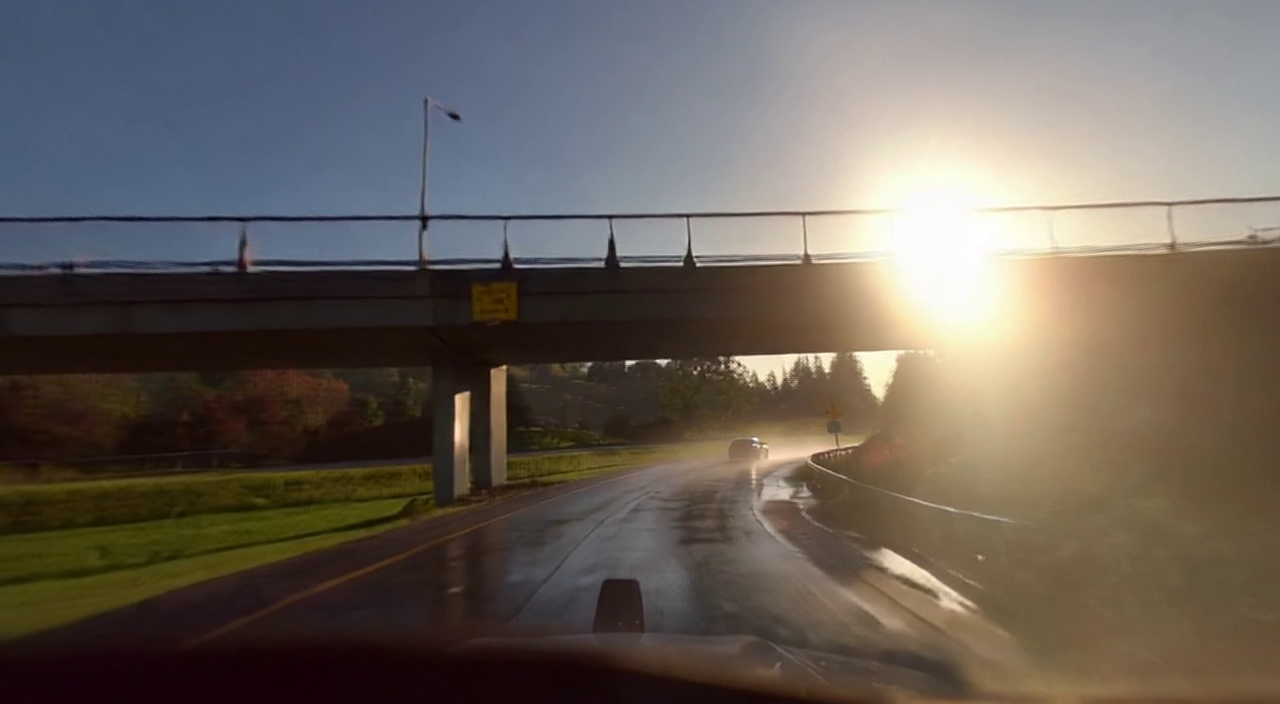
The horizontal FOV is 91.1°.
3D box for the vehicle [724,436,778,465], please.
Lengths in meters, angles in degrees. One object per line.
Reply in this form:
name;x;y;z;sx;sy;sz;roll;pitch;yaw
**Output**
vehicle;6.065;5.314;34.022;1.980;1.449;3.650;-4;-10;23
